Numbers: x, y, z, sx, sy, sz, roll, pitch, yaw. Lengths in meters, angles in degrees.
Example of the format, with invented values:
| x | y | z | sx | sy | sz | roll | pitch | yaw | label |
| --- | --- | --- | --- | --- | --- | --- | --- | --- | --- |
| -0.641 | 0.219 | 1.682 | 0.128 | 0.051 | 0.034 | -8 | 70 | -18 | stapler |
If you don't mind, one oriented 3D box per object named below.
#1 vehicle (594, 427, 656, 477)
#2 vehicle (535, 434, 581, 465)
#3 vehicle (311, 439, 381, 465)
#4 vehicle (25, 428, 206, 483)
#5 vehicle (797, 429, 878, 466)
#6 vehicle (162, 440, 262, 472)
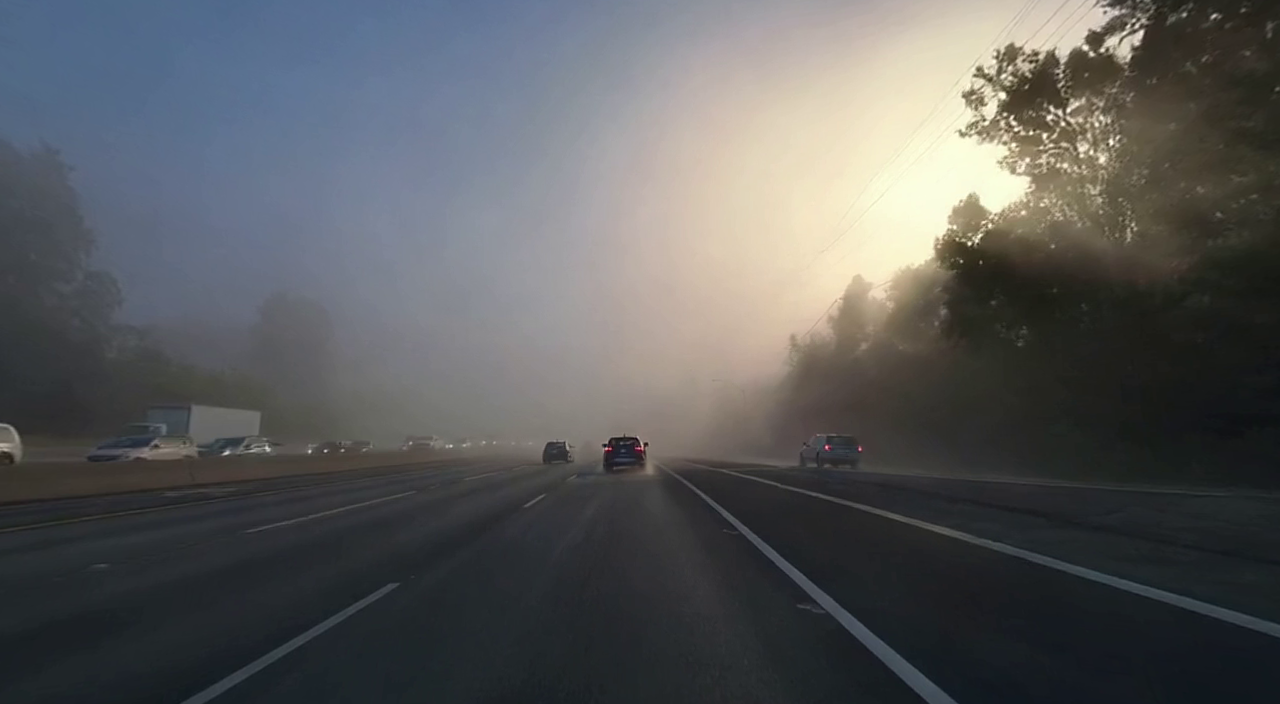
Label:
| x | y | z | sx | sy | sz | roll | pitch | yaw | label |
| --- | --- | --- | --- | --- | --- | --- | --- | --- | --- |
| -0.558 | 3.878 | 24.736 | 2.192 | 1.769 | 4.287 | 0 | -8 | -1 | vehicle |
| -4.611 | 5.555 | 36.072 | 2.130 | 1.685 | 4.341 | 0 | -8 | -1 | vehicle |
| -17.089 | 5.851 | 36.963 | 1.838 | 1.424 | 4.575 | 0 | -8 | 1 | vehicle |
| -16.537 | 3.280 | 20.281 | 1.913 | 1.534 | 4.524 | 0 | -8 | 0 | vehicle |
| 9.872 | 4.828 | 31.986 | 2.099 | 1.720 | 4.829 | 1 | -8 | -7 | vehicle |
| -20.510 | 4.969 | 30.487 | 1.759 | 1.415 | 4.489 | 0 | -8 | -1 | vehicle |
